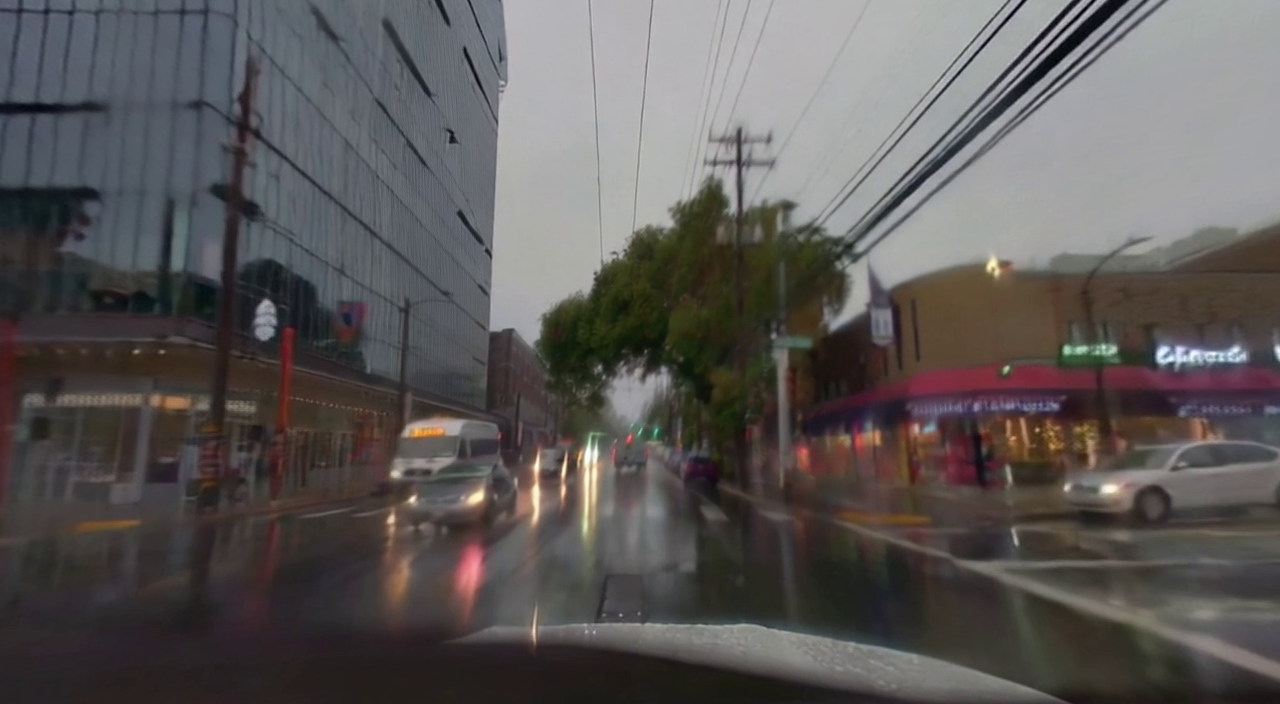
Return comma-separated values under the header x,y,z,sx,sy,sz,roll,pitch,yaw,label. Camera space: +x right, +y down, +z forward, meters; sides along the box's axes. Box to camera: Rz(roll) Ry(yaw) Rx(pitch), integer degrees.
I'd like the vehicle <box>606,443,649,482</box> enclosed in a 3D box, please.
x,y,z,sx,sy,sz,roll,pitch,yaw,label
-0.708,5.795,33.533,2.127,1.893,4.194,1,-8,-2,vehicle

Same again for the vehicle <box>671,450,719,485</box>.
x,y,z,sx,sy,sz,roll,pitch,yaw,label
2.700,5.833,32.182,1.934,1.633,4.271,1,-8,-2,vehicle

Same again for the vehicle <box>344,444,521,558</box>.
x,y,z,sx,sy,sz,roll,pitch,yaw,label
-3.501,2.534,11.599,2.026,1.616,4.109,0,-8,-3,vehicle

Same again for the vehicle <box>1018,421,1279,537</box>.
x,y,z,sx,sy,sz,roll,pitch,yaw,label
10.137,2.232,11.476,4.966,1.826,2.209,-3,-9,7,vehicle

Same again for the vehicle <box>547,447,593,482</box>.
x,y,z,sx,sy,sz,roll,pitch,yaw,label
-3.691,5.999,34.154,1.983,1.727,4.294,0,-8,0,vehicle
